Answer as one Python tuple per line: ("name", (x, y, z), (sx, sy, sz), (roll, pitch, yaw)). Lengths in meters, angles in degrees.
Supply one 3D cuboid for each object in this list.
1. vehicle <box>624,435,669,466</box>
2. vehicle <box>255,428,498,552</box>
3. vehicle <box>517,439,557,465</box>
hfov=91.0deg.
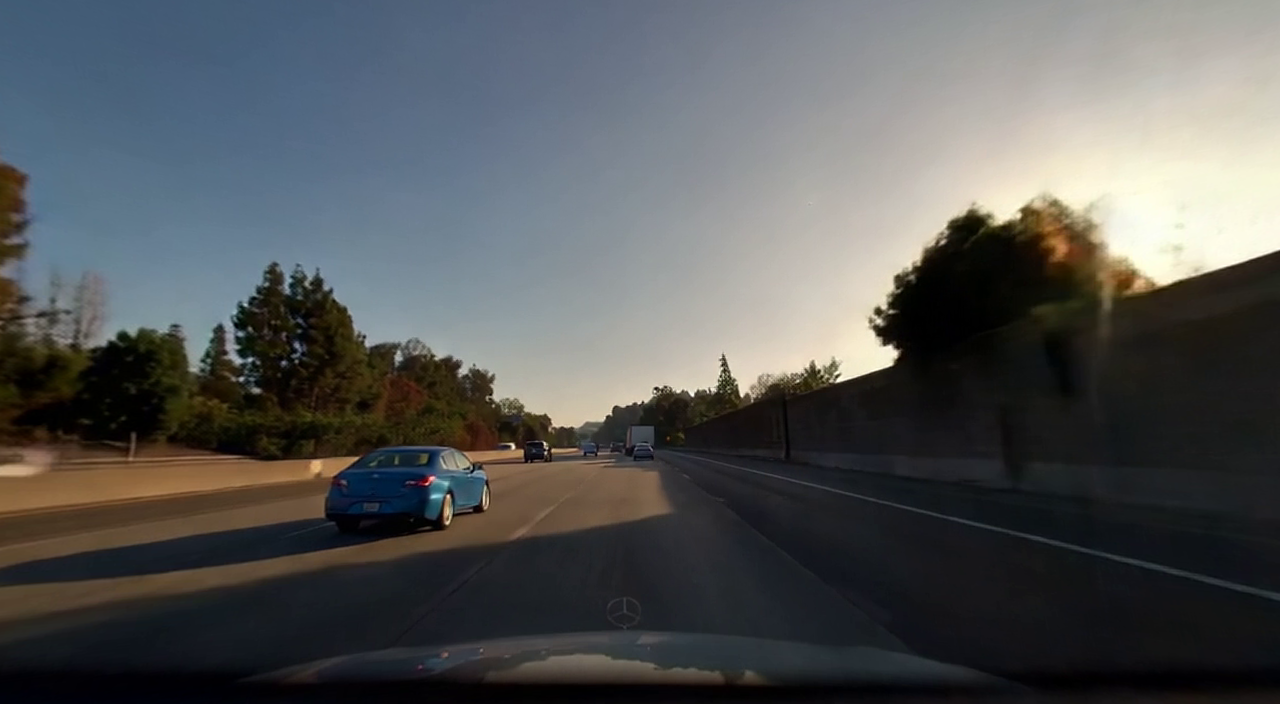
("vehicle", (0.339, 6.631, 42.485), (2.856, 1.994, 4.931), (0, -9, -1))
("vehicle", (-3.778, 2.045, 10.058), (2.000, 1.512, 4.371), (0, -9, 0))
("vehicle", (-7.421, 7.228, 45.684), (2.068, 1.757, 4.611), (0, -8, 0))
